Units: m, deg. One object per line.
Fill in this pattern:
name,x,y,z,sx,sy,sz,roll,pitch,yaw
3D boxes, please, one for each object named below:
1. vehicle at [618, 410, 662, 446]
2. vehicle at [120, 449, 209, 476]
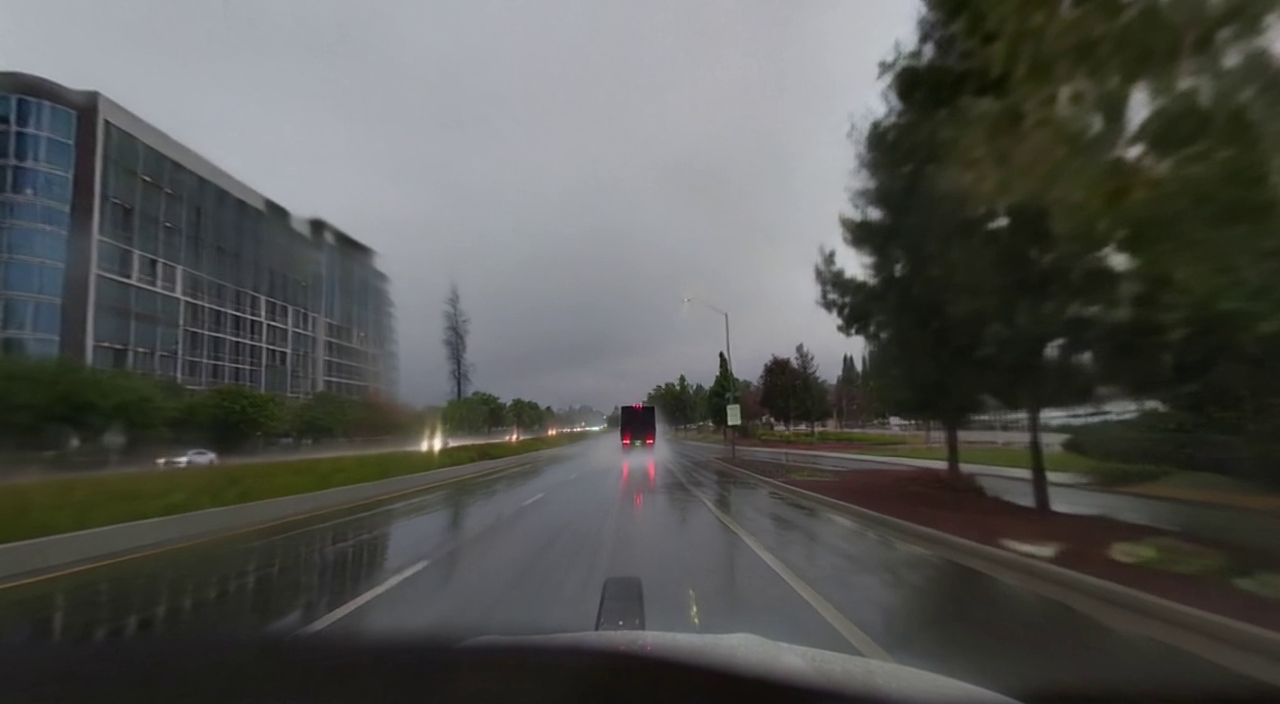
vehicle,-0.091,4.218,34.510,2.178,1.829,4.932,0,-9,-2
vehicle,-33.132,7.668,44.239,2.086,1.735,4.876,-1,-9,6
